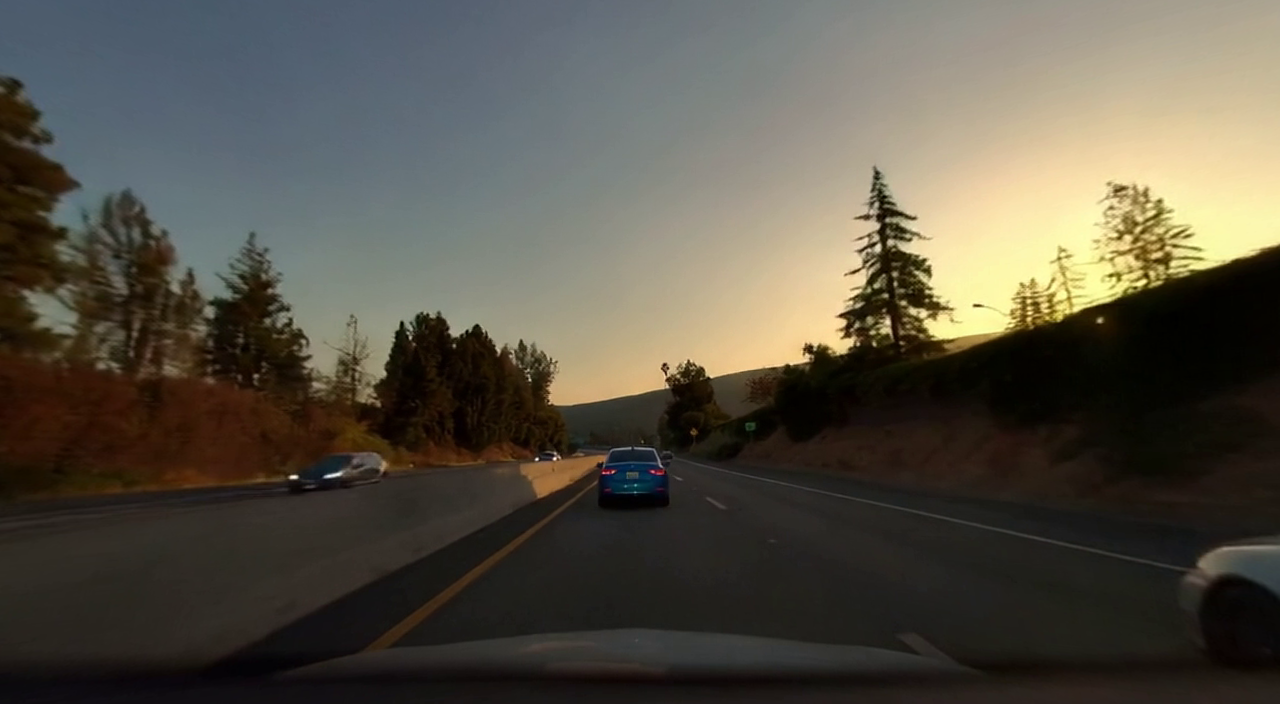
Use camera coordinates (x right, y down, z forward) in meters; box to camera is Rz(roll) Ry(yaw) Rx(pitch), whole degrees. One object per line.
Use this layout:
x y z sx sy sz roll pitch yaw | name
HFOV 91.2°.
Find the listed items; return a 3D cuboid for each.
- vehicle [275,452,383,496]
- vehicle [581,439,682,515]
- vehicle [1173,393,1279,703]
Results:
-12.667 4.961 25.884 1.919 1.566 4.476 -1 -9 4 | vehicle
-0.171 2.908 15.089 2.083 1.548 4.251 -1 -9 0 | vehicle
3.816 0.705 1.146 2.021 1.533 4.014 0 -9 -2 | vehicle
